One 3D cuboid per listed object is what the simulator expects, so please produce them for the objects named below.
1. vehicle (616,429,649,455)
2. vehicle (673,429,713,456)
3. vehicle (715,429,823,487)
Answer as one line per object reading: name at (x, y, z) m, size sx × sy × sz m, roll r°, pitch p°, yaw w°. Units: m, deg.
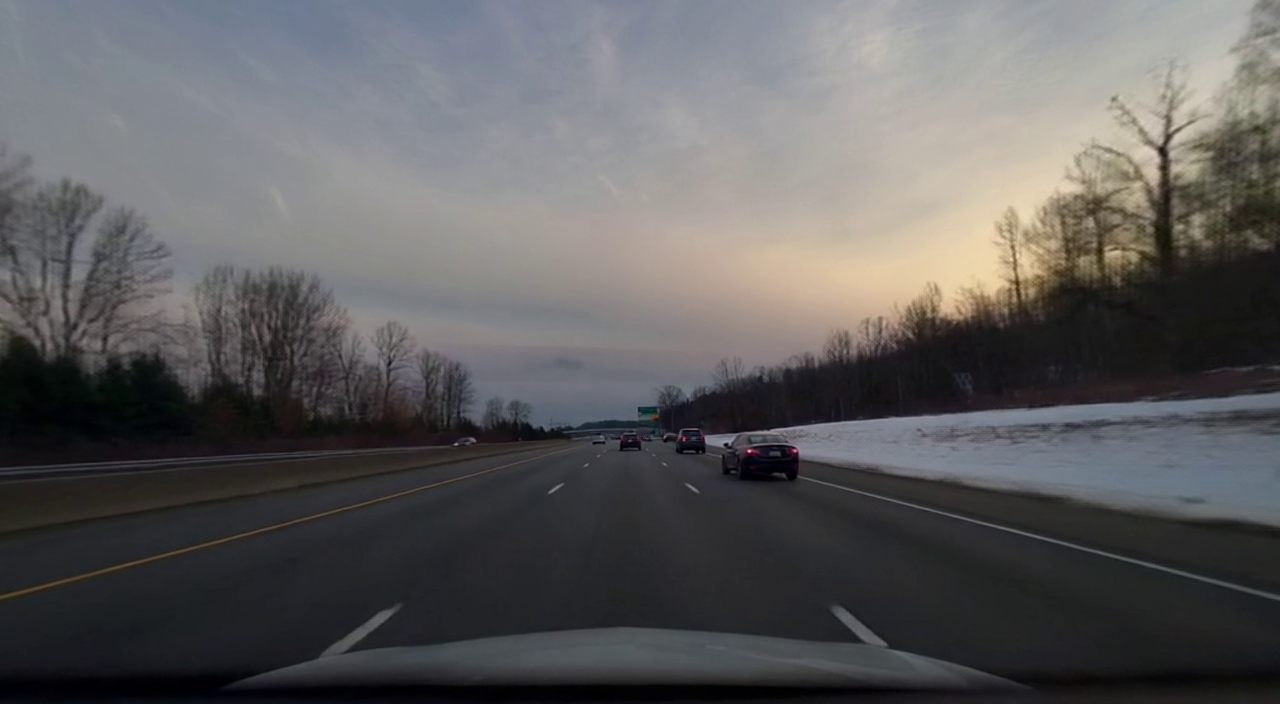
vehicle at (-0.559, 6.197, 43.360) m, size 2.182 × 1.680 × 4.253 m, roll 0°, pitch -8°, yaw -1°
vehicle at (3.448, 5.979, 41.461) m, size 2.098 × 1.677 × 4.275 m, roll 0°, pitch -8°, yaw -2°
vehicle at (3.578, 3.029, 18.447) m, size 2.056 × 1.479 × 4.660 m, roll 0°, pitch -8°, yaw -2°
